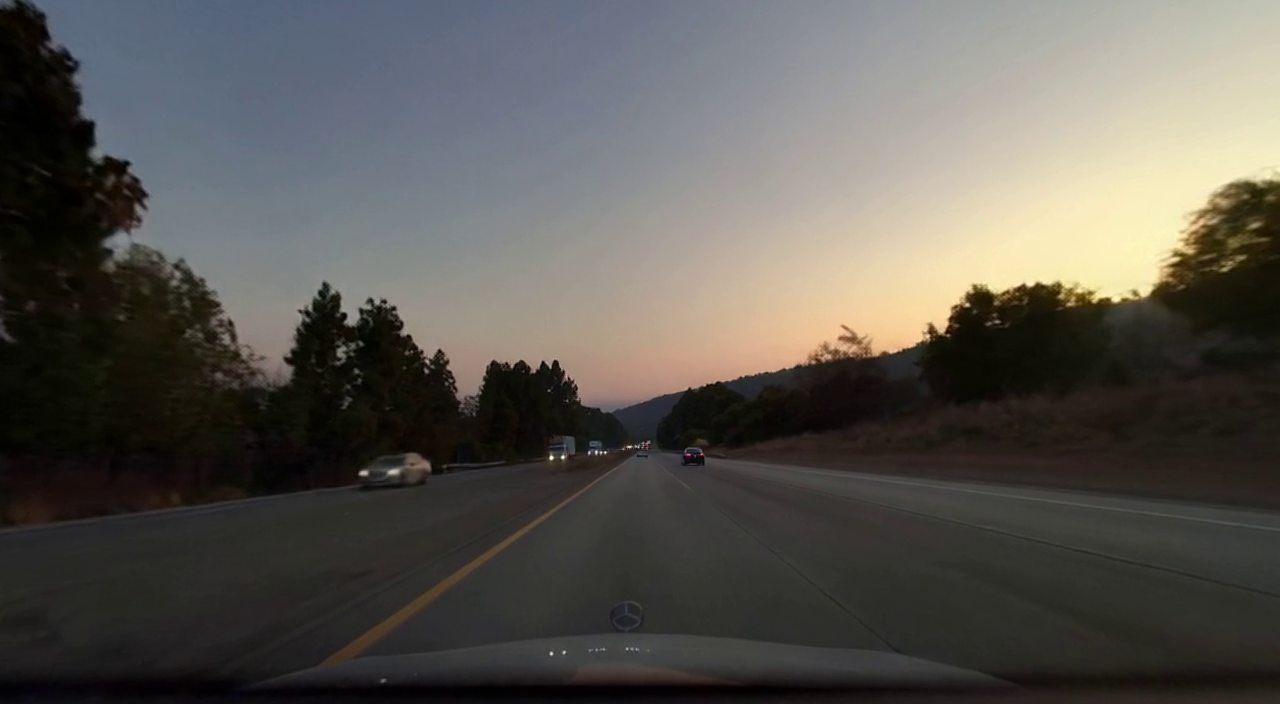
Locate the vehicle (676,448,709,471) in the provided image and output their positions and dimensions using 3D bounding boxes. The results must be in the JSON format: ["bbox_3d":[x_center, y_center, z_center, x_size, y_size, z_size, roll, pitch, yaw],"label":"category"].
[{"bbox_3d":[3.799,7.851,46.206,2.013,1.584,3.995,0,-9,-1],"label":"vehicle"}]
